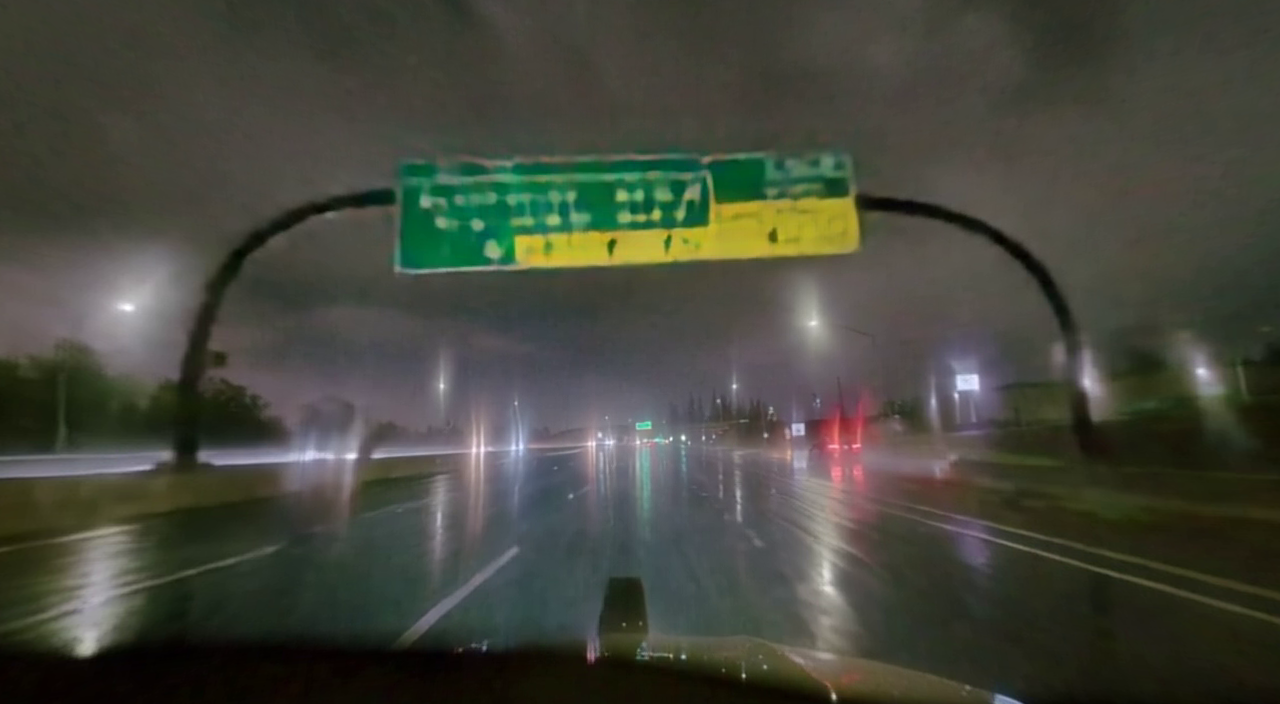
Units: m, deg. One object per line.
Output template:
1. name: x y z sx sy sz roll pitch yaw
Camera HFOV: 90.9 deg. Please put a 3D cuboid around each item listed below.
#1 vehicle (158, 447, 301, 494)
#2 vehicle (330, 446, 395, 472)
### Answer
1. vehicle: -14.395 4.144 22.542 1.878 1.476 4.734 -1 -8 1
2. vehicle: -17.403 6.720 39.853 2.048 1.476 4.721 0 -9 -1
